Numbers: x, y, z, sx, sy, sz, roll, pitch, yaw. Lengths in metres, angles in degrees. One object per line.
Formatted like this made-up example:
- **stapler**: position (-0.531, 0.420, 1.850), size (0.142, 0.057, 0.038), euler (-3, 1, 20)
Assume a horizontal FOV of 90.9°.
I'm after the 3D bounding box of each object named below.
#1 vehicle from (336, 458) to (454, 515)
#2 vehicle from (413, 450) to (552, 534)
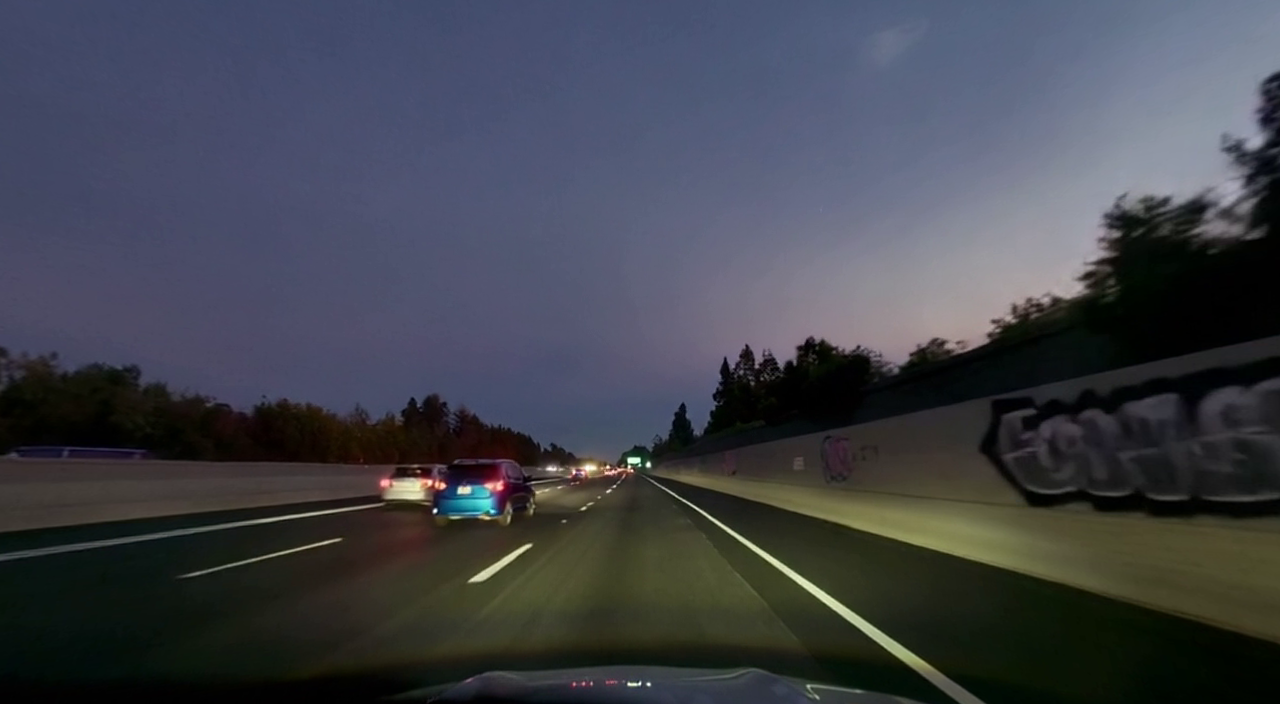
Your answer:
- **vehicle**: position (-7.662, 4.258, 20.221), size (2.037, 1.593, 4.151), euler (1, -10, 1)
- **vehicle**: position (-3.583, 3.319, 15.392), size (2.173, 1.696, 4.462), euler (1, -10, 1)
